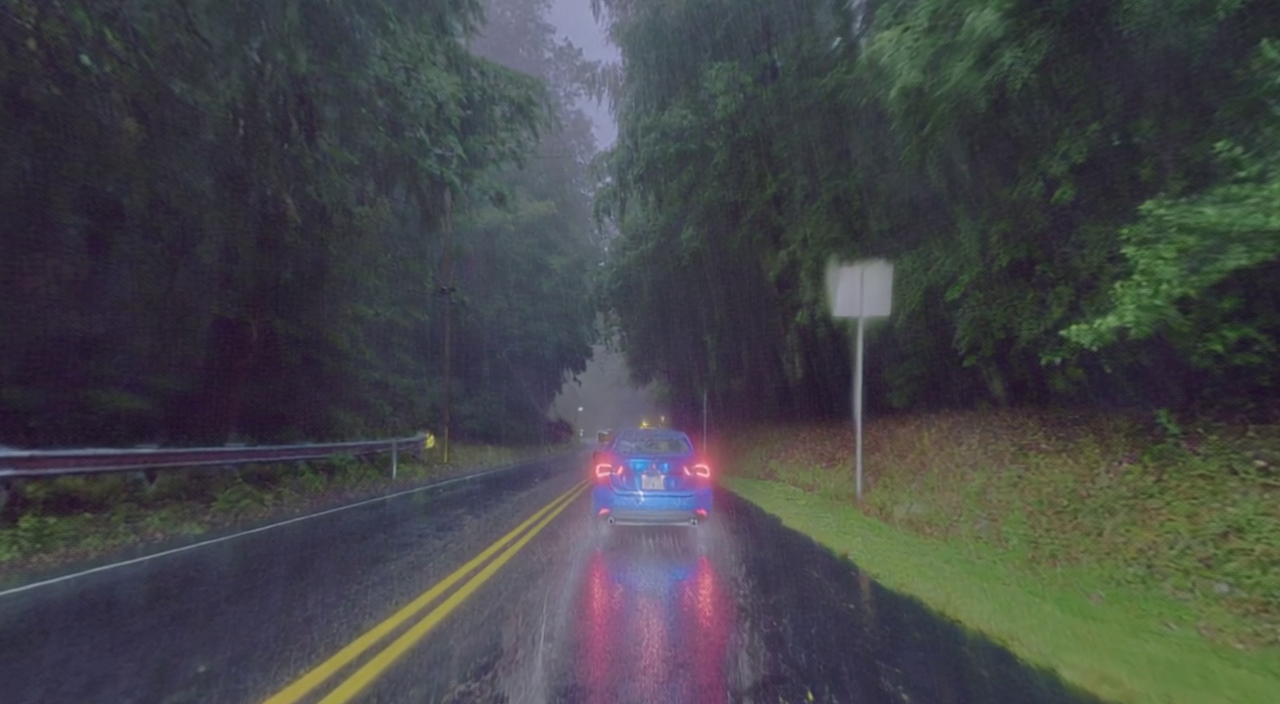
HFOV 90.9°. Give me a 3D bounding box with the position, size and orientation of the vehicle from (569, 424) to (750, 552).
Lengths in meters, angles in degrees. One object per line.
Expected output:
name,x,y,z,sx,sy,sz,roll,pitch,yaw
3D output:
vehicle,0.265,1.936,9.575,2.187,1.533,3.726,0,-8,1
